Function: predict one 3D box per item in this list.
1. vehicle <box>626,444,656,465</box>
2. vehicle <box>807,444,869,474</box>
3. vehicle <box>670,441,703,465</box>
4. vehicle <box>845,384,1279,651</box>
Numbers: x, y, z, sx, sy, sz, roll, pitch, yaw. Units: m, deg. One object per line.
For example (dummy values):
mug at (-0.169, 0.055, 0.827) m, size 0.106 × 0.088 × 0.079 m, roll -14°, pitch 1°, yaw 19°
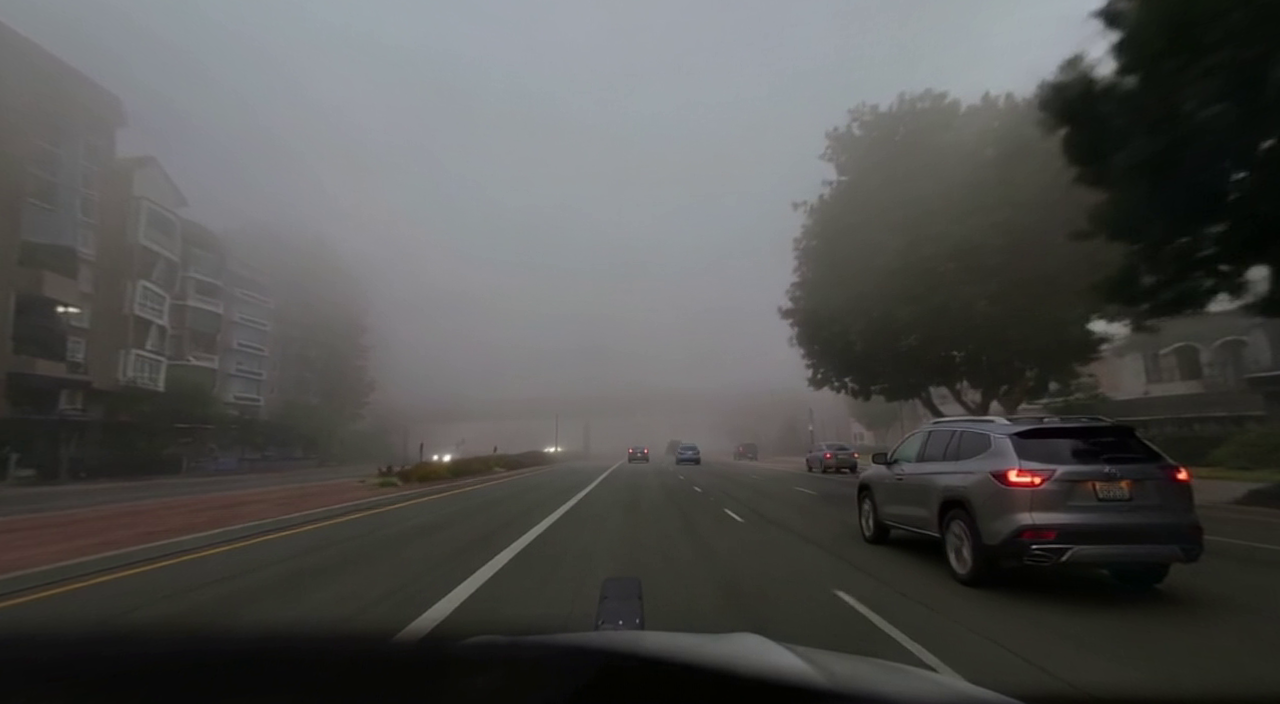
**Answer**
vehicle at (0.068, 7.777, 48.220) m, size 2.173 × 1.498 × 4.528 m, roll 0°, pitch -8°, yaw 0°
vehicle at (10.382, 5.644, 33.518) m, size 1.888 × 1.468 × 4.175 m, roll 0°, pitch -8°, yaw -1°
vehicle at (3.472, 7.681, 48.106) m, size 2.165 × 1.708 × 3.928 m, roll 0°, pitch -8°, yaw -1°
vehicle at (3.953, 1.427, 6.551) m, size 2.130 × 1.741 × 4.665 m, roll 0°, pitch -8°, yaw 1°
